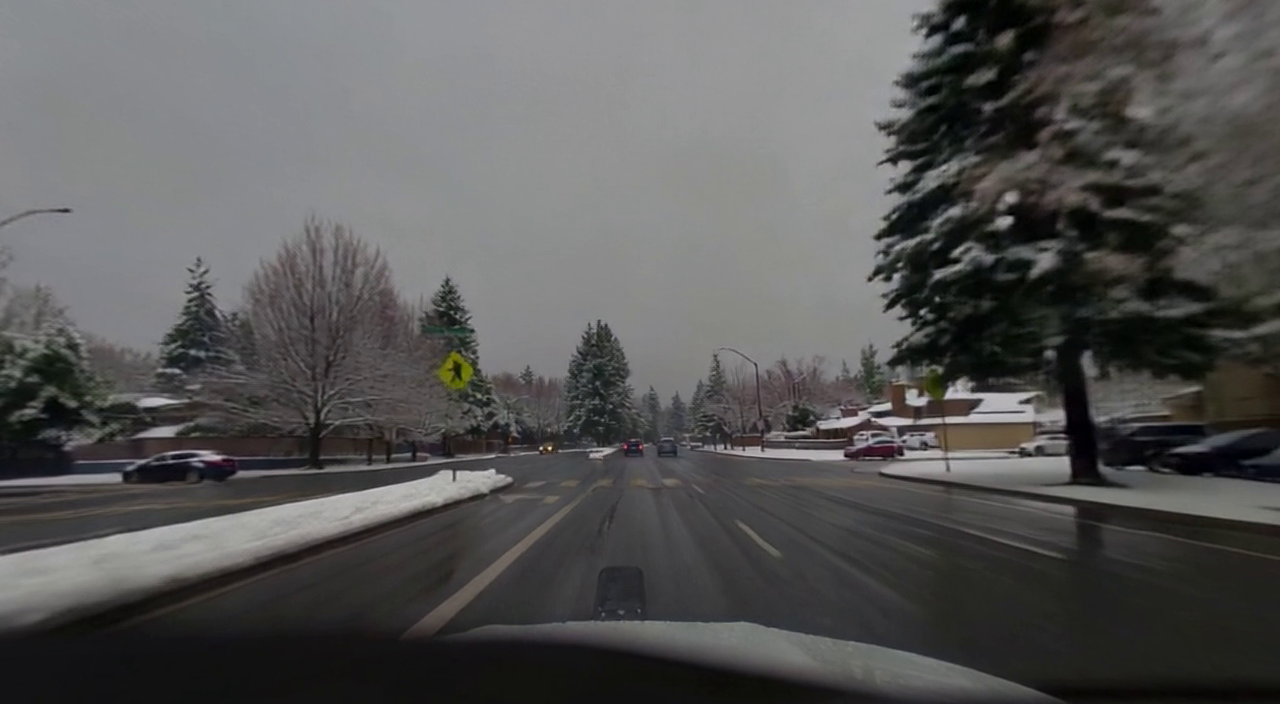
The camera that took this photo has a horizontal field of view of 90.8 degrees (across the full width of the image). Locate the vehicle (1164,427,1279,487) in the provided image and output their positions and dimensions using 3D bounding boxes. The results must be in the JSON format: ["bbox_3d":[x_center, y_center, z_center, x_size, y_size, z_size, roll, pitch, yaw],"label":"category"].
[{"bbox_3d":[16.611,2.645,16.022,4.762,1.415,1.980,-1,-8,3],"label":"vehicle"}]

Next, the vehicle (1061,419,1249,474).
[{"bbox_3d":[17.570,3.233,21.730,4.803,1.781,1.977,0,-8,-4],"label":"vehicle"}]

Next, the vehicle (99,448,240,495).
[{"bbox_3d":[-20.035,5.072,27.042,4.534,1.724,1.952,-3,-9,2],"label":"vehicle"}]

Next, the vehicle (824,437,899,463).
[{"bbox_3d":[15.342,6.800,43.864,4.696,1.651,2.218,-3,-9,20],"label":"vehicle"}]
